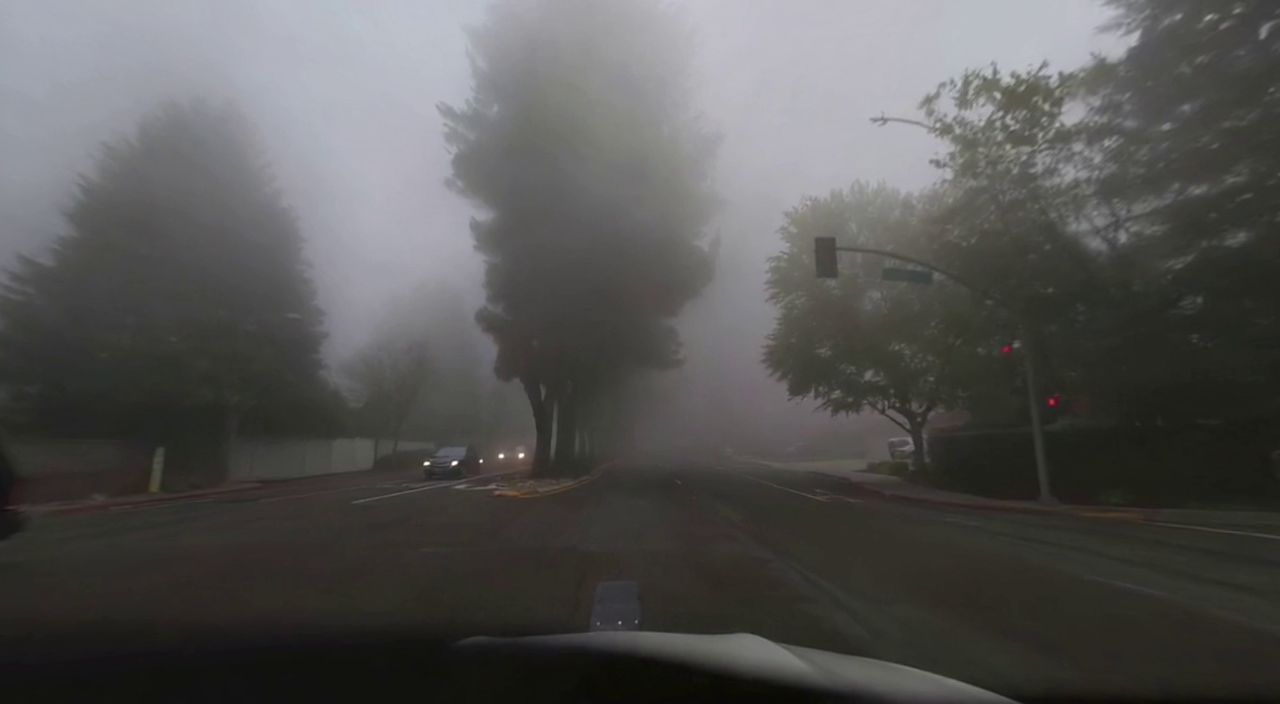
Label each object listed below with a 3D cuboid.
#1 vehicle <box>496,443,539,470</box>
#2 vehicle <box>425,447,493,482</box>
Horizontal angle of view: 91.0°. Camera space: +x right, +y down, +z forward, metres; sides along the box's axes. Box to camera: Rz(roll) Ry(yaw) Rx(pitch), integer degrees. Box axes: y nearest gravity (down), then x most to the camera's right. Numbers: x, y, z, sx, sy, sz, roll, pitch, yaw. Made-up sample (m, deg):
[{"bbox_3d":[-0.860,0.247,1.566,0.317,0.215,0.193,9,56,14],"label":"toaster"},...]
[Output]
[{"bbox_3d":[-8.502,7.297,44.064,2.118,1.733,4.372,0,-9,-1],"label":"vehicle"},{"bbox_3d":[-8.377,5.204,29.481,1.891,1.522,4.184,0,-9,1],"label":"vehicle"}]
